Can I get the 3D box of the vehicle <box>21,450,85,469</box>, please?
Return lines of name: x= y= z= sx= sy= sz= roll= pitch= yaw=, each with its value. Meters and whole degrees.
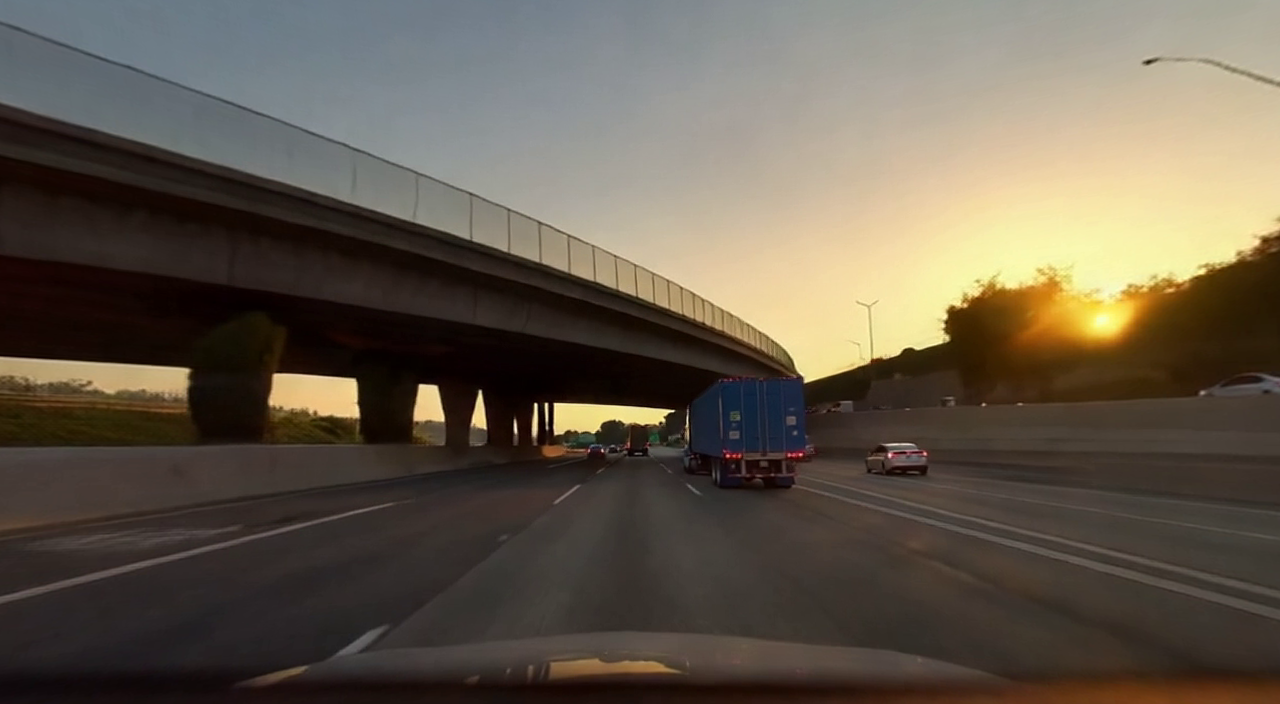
vehicle: x=-46.048 y=8.409 z=49.328 sx=1.591 sy=1.386 sz=3.505 roll=0 pitch=-8 yaw=-1

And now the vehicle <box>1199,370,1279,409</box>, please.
vehicle: x=28.452 y=1.751 z=28.598 sx=1.928 sy=1.603 sz=4.315 roll=1 pitch=-6 yaw=-2

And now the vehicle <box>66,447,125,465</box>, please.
vehicle: x=-41.979 y=7.984 z=48.454 sx=1.609 sy=1.325 sz=3.323 roll=0 pitch=-8 yaw=-1

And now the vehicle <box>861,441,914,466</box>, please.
vehicle: x=17.323 y=7.141 z=44.140 sx=2.021 sy=1.549 sz=4.322 roll=1 pitch=-9 yaw=0

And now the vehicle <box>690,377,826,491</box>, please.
vehicle: x=3.922 y=3.206 z=24.057 sx=3.049 sy=3.395 sz=10.595 roll=0 pitch=-8 yaw=-1
